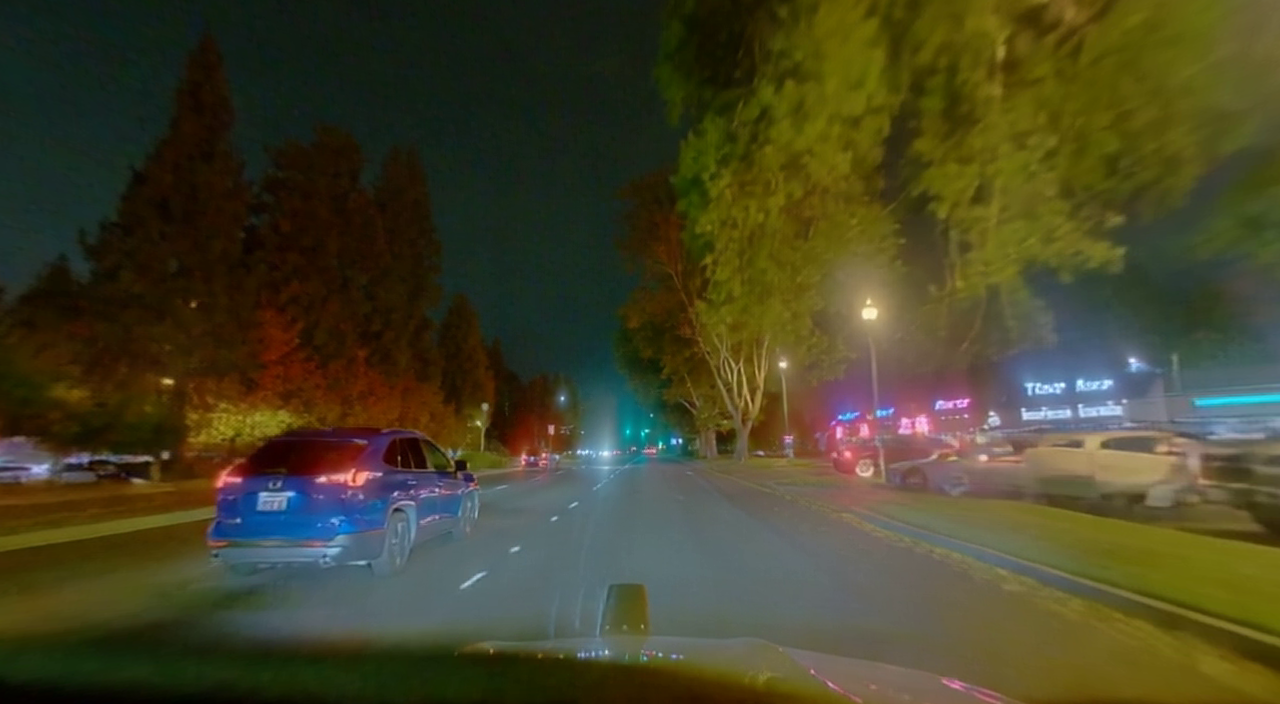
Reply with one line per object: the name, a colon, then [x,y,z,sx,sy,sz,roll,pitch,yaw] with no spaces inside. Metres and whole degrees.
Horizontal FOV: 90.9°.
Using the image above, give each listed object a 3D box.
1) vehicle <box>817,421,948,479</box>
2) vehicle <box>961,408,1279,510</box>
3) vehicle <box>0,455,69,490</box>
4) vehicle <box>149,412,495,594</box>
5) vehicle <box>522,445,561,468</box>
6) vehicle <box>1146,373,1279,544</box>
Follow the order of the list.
vehicle: [9.114,3.643,23.560,4.985,1.918,2.248,7,-11,-38]
vehicle: [9.346,2.050,12.286,4.885,1.770,2.267,0,-8,1]
vehicle: [-35.384,6.709,35.167,4.807,1.798,2.191,0,-8,1]
vehicle: [-3.406,1.688,7.922,2.127,1.654,4.121,0,-8,1]
vehicle: [-6.914,7.374,44.654,1.990,1.483,4.410,0,-8,1]
vehicle: [9.358,1.255,7.508,4.747,1.861,2.505,2,-9,-10]
